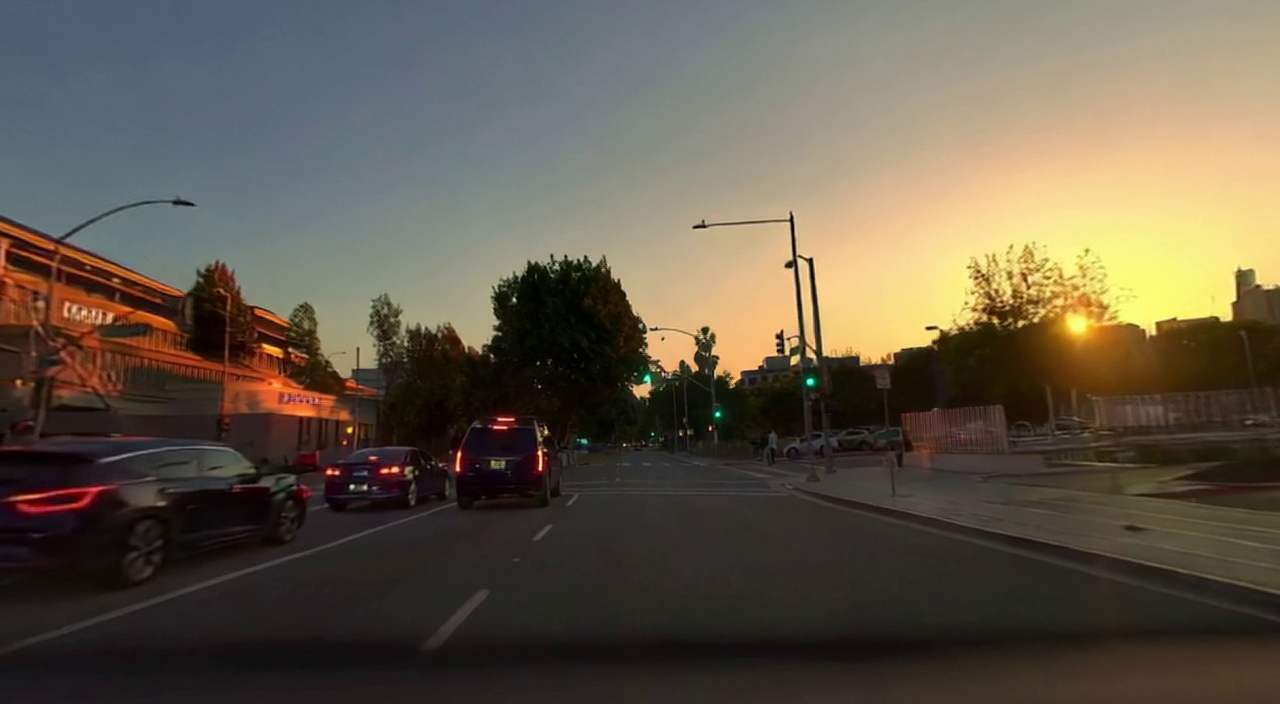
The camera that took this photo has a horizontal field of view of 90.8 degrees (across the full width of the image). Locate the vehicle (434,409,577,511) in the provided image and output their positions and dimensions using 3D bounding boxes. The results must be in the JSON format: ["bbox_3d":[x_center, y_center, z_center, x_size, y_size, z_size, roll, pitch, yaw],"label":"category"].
[{"bbox_3d":[-3.143,2.711,16.309,2.496,2.155,5.468,0,-8,0],"label":"vehicle"}]

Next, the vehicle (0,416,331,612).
[{"bbox_3d":[-6.043,1.714,7.710,2.228,1.652,4.593,0,-8,-1],"label":"vehicle"}]

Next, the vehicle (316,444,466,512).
[{"bbox_3d":[-6.029,3.069,15.978,1.982,1.452,4.463,0,-8,0],"label":"vehicle"}]
